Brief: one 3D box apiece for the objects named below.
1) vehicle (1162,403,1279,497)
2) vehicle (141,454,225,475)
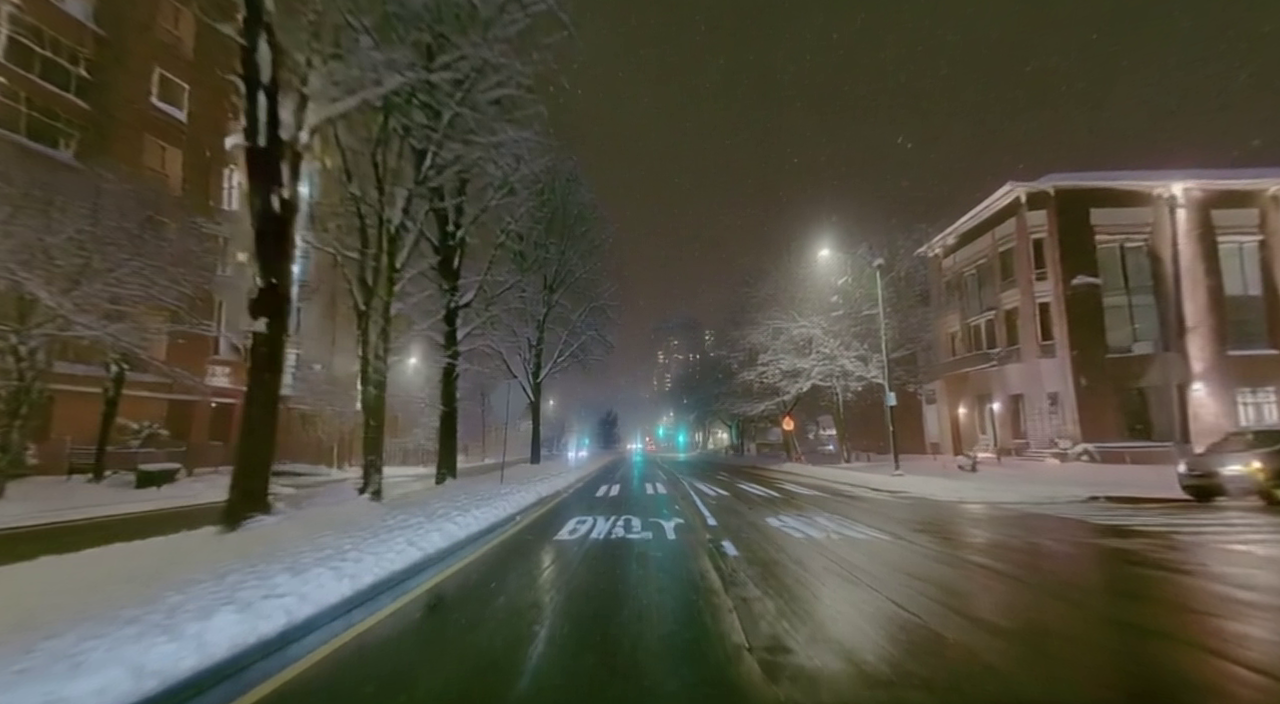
[{"bbox_3d":[17.889,2.630,17.397,4.826,2.368,2.263,-1,-7,0],"label":"vehicle"},{"bbox_3d":[-33.772,8.336,46.652,4.739,1.489,2.000,-1,-8,3],"label":"vehicle"}]
